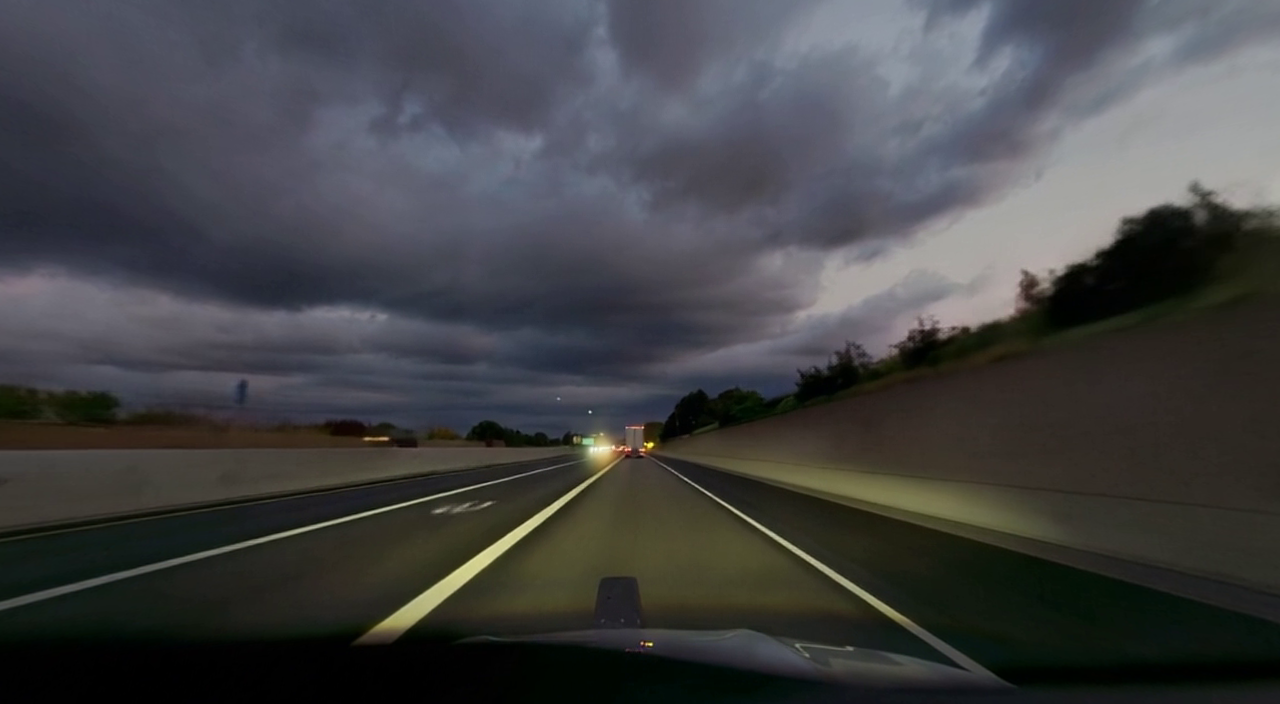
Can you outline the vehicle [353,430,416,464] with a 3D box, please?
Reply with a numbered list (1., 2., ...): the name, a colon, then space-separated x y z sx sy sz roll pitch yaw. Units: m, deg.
1. vehicle: -19.498 7.298 48.448 2.487 2.425 5.746 0 -9 -1
